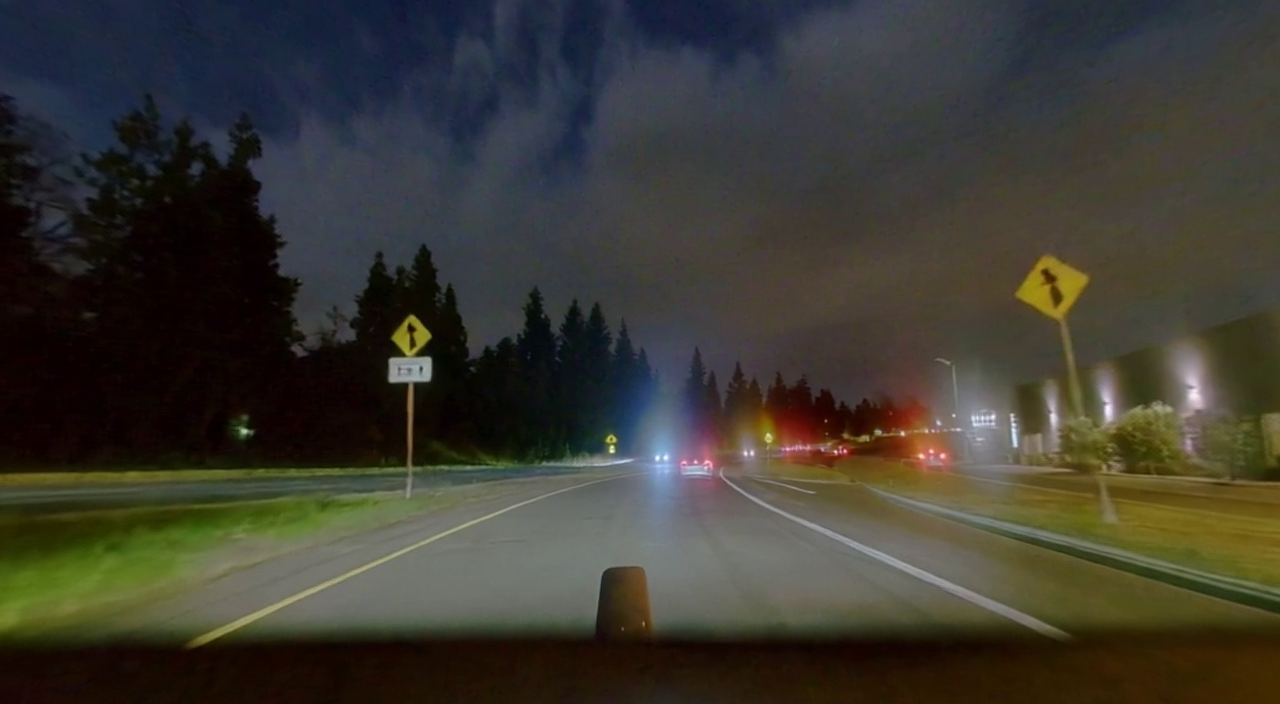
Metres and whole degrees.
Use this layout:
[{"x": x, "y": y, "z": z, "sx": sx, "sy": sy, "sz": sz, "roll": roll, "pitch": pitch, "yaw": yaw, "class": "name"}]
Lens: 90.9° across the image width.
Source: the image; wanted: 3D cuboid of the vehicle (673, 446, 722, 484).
[{"x": 2.489, "y": 4.935, "z": 27.918, "sx": 1.956, "sy": 1.473, "sz": 4.640, "roll": 0, "pitch": -8, "yaw": 4, "class": "vehicle"}]
